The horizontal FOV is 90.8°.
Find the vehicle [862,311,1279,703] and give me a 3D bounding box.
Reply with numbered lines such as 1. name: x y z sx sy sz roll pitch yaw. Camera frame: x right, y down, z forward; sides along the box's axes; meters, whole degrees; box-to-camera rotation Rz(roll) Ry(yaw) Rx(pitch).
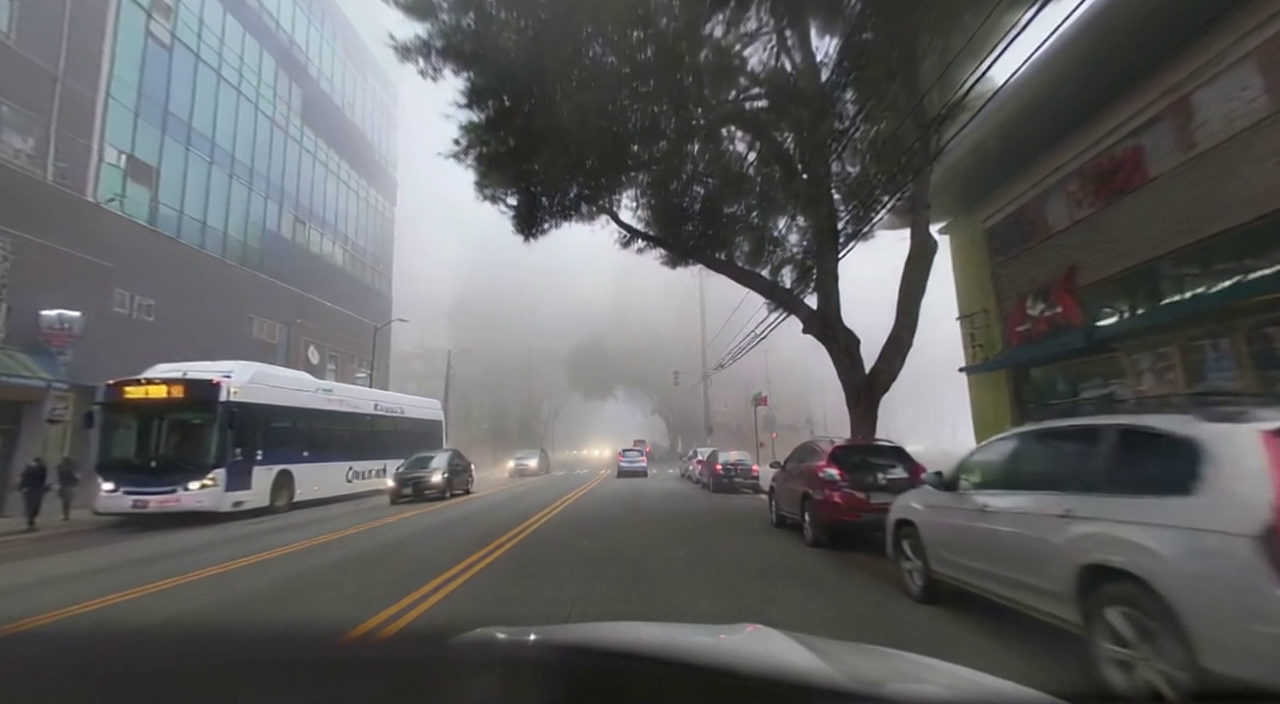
1. vehicle: 3.128 0.999 3.748 1.998 1.746 4.443 -1 -9 0

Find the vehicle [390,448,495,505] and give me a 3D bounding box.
1. vehicle: -6.084 3.845 19.994 1.954 1.581 4.197 -1 -9 0

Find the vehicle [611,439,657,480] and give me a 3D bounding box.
1. vehicle: -0.276 5.306 31.404 2.127 1.893 4.194 -1 -9 1

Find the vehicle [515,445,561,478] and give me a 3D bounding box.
1. vehicle: -5.840 6.291 36.654 2.050 1.763 4.119 0 -9 0

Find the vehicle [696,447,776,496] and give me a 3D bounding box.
1. vehicle: 3.152 4.036 21.748 2.018 1.474 4.524 0 -9 0

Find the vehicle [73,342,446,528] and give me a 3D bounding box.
1. vehicle: -9.548 2.668 19.153 3.022 3.627 13.129 -2 -9 1
